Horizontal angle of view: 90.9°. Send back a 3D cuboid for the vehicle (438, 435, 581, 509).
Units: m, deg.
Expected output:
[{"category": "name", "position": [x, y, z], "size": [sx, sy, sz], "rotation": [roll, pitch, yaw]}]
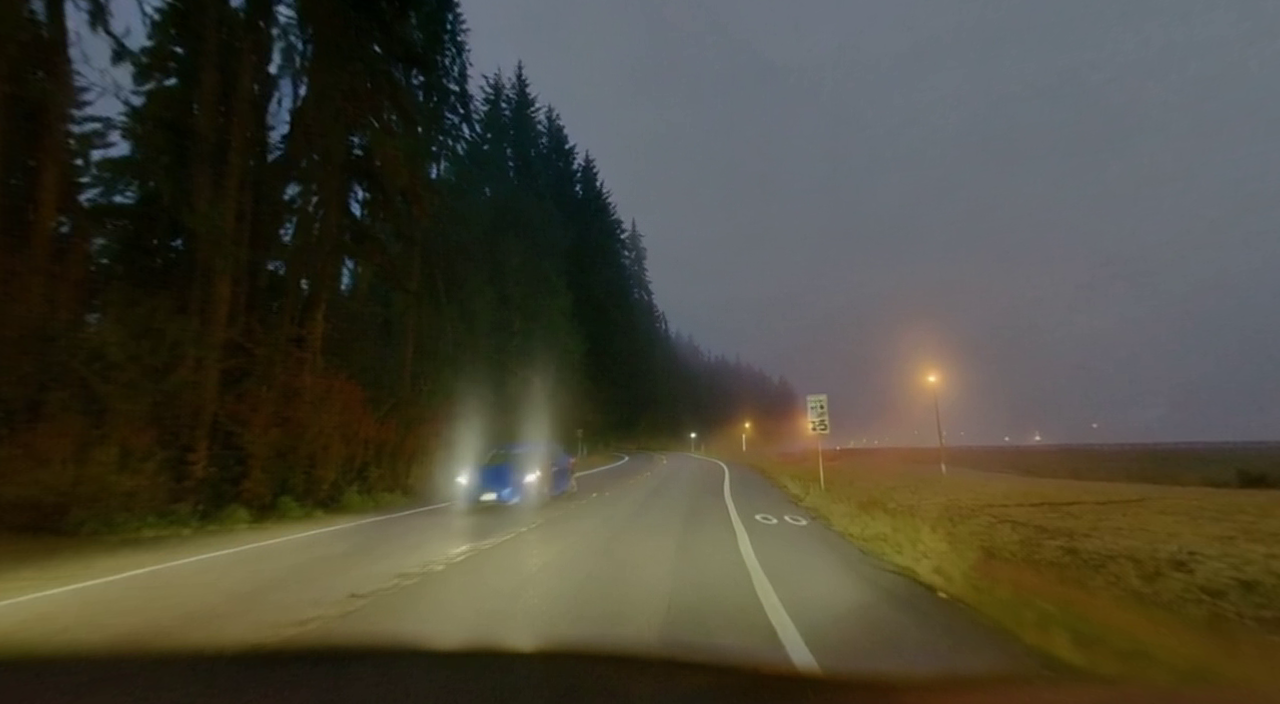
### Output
[{"category": "vehicle", "position": [-2.905, 2.799, 15.156], "size": [2.190, 1.499, 4.209], "rotation": [-1, -9, 6]}]
